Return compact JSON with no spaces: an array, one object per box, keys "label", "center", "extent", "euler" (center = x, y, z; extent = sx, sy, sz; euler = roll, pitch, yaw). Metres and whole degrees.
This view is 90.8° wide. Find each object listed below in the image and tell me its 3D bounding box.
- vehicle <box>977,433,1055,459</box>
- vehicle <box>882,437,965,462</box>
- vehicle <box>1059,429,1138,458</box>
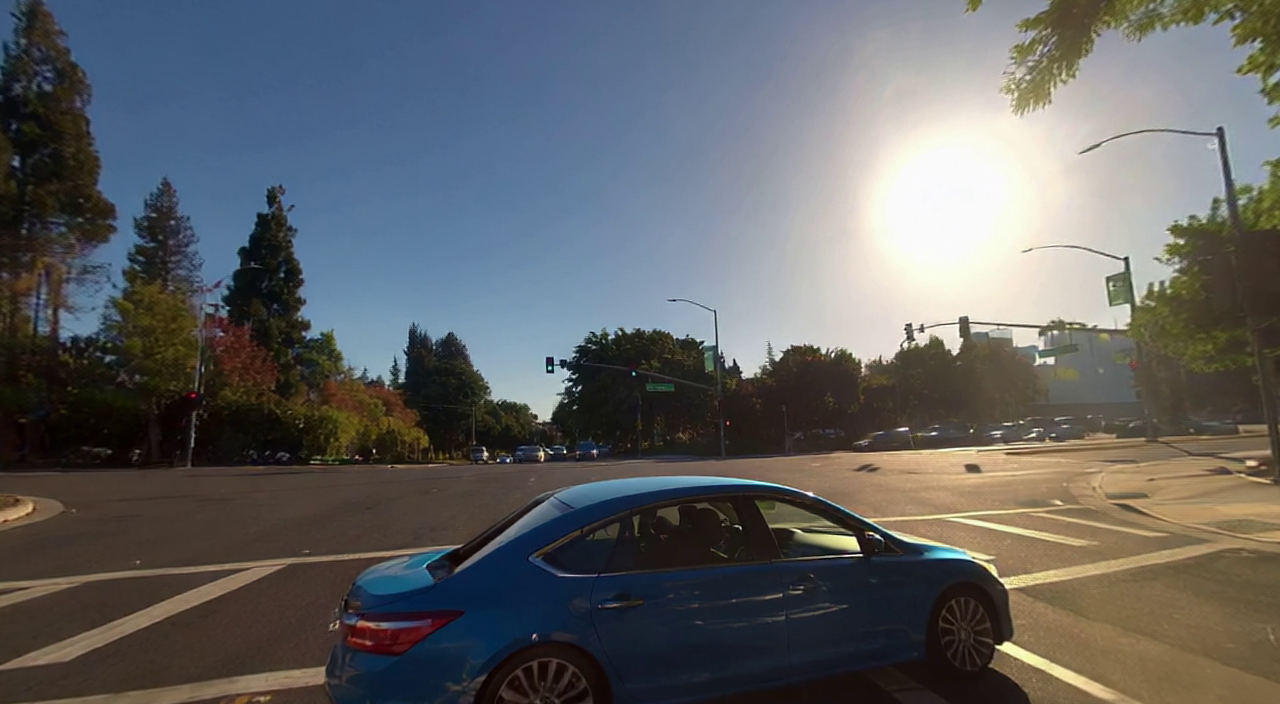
[{"label":"vehicle","center":[26.949,6.734,45.268],"extent":[5.032,1.828,2.183],"euler":[4,-9,-24]},{"label":"vehicle","center":[18.691,6.431,41.619],"extent":[5.234,1.549,1.982],"euler":[4,-9,-24]},{"label":"vehicle","center":[36.115,7.205,49.712],"extent":[6.148,2.119,2.473],"euler":[4,-10,-28]}]
